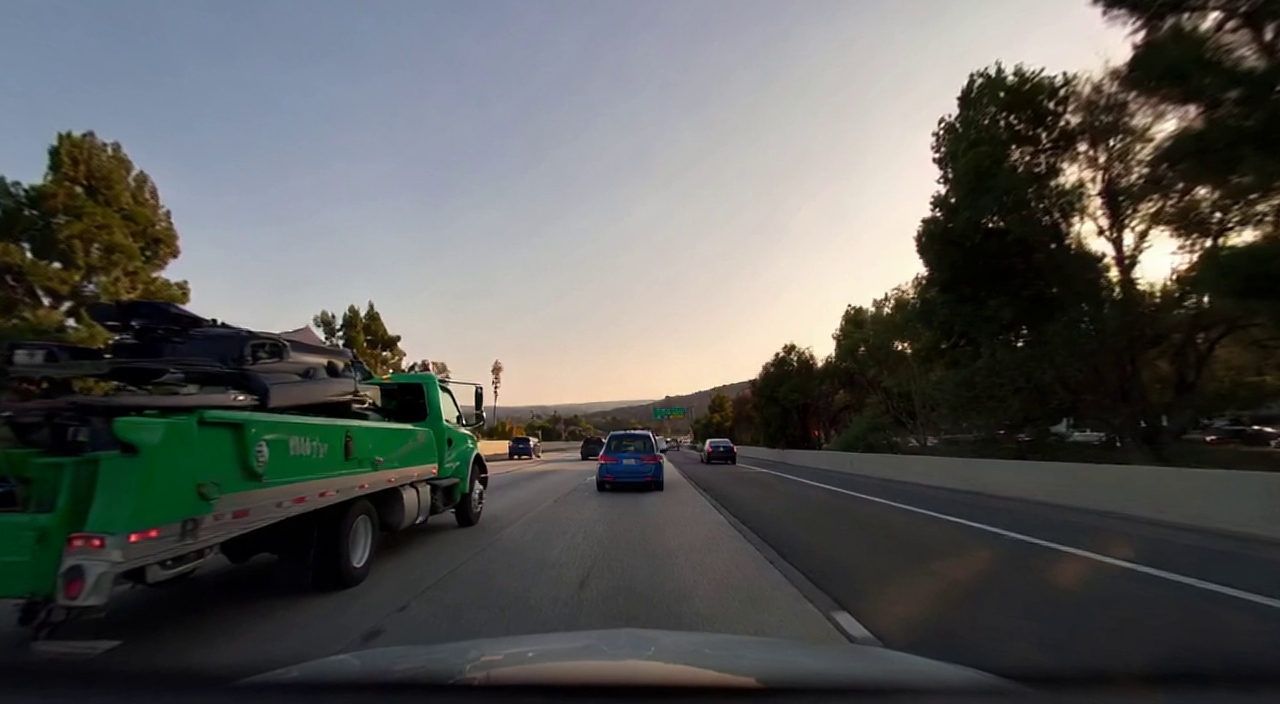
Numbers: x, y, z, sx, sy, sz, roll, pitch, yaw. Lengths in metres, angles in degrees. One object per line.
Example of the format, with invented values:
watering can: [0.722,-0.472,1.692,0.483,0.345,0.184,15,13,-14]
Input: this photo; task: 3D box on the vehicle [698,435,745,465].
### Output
vehicle: [4.654,5.680,36.510,2.079,1.656,4.506,0,-8,0]

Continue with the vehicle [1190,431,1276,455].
vehicle: [37.304,5.730,39.550,3.522,1.413,1.839,0,-8,0]

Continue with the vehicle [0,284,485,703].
vehicle: [-3.463,1.101,5.978,2.526,2.146,5.594,0,-8,0]

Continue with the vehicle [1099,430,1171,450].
vehicle: [37.599,6.701,47.718,3.931,1.459,1.792,0,-8,-1]

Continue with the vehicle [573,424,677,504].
vehicle: [-0.255,2.661,15.328,2.165,1.653,4.456,0,-8,1]

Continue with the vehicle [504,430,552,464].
vehicle: [-6.786,5.830,38.516,2.036,1.958,4.378,0,-8,1]
